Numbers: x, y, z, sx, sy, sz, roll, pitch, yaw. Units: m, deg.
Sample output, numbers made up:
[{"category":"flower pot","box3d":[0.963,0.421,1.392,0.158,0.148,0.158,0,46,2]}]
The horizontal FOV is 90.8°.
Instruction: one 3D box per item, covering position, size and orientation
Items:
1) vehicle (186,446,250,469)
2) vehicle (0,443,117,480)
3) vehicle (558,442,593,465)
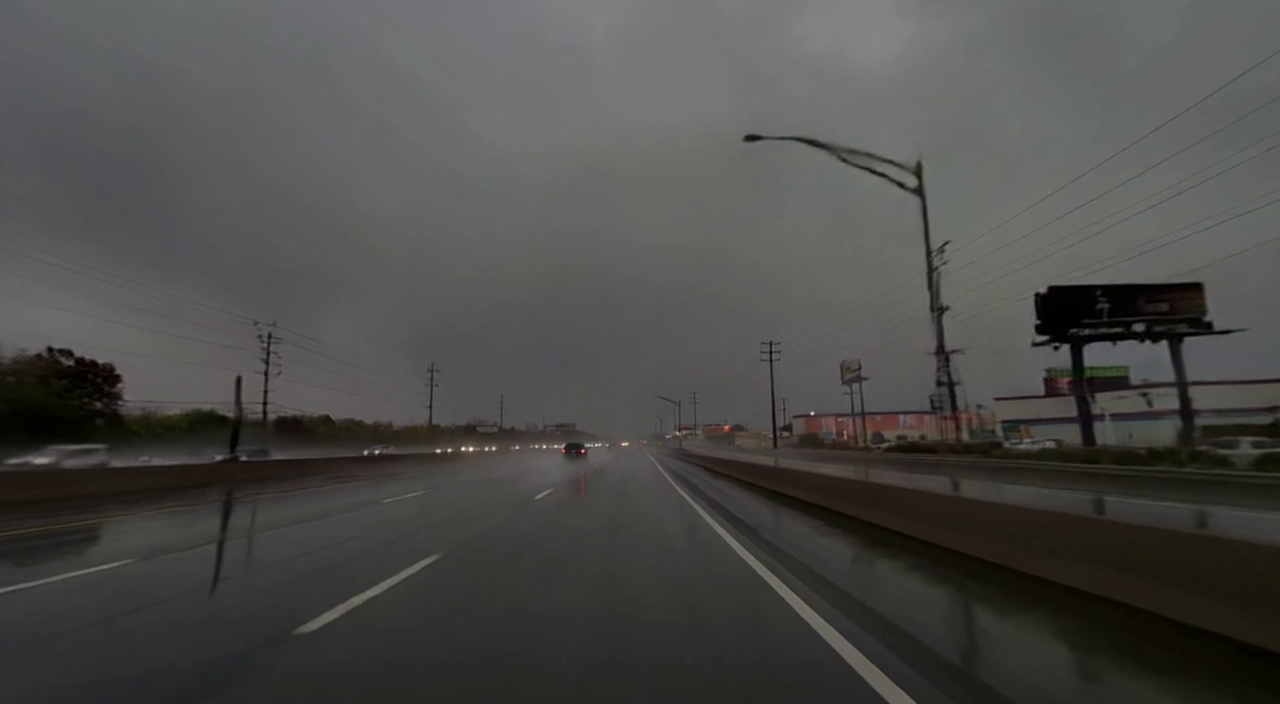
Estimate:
[{"category":"vehicle","box3d":[-32.932,8.194,49.445,1.899,1.687,4.484,0,-9,0]},{"category":"vehicle","box3d":[-29.448,5.502,32.025,1.975,1.687,4.555,0,-8,0]},{"category":"vehicle","box3d":[-4.272,6.807,42.462,1.940,1.479,4.545,0,-9,-1]}]
